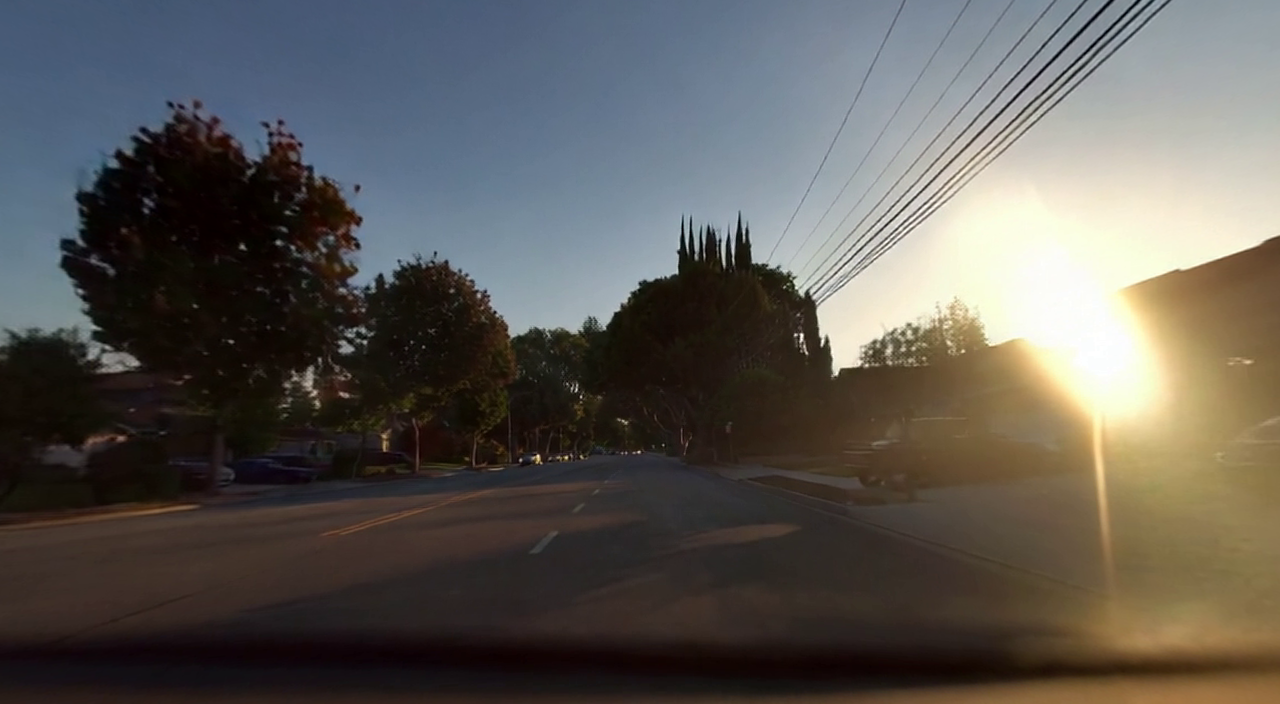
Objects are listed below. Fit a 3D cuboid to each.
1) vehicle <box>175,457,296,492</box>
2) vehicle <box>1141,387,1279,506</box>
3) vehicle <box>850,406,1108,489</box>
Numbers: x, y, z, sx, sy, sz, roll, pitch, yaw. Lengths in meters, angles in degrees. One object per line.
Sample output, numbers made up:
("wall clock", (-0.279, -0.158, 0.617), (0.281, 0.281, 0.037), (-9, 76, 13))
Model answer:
("vehicle", (-18.841, 5.657, 29.506), (4.450, 1.409, 1.990), (7, -11, -38))
("vehicle", (11.733, 1.579, 10.656), (4.629, 1.804, 2.102), (-1, -8, 3))
("vehicle", (9.385, 2.737, 18.046), (5.933, 2.038, 2.382), (1, -10, 2))
